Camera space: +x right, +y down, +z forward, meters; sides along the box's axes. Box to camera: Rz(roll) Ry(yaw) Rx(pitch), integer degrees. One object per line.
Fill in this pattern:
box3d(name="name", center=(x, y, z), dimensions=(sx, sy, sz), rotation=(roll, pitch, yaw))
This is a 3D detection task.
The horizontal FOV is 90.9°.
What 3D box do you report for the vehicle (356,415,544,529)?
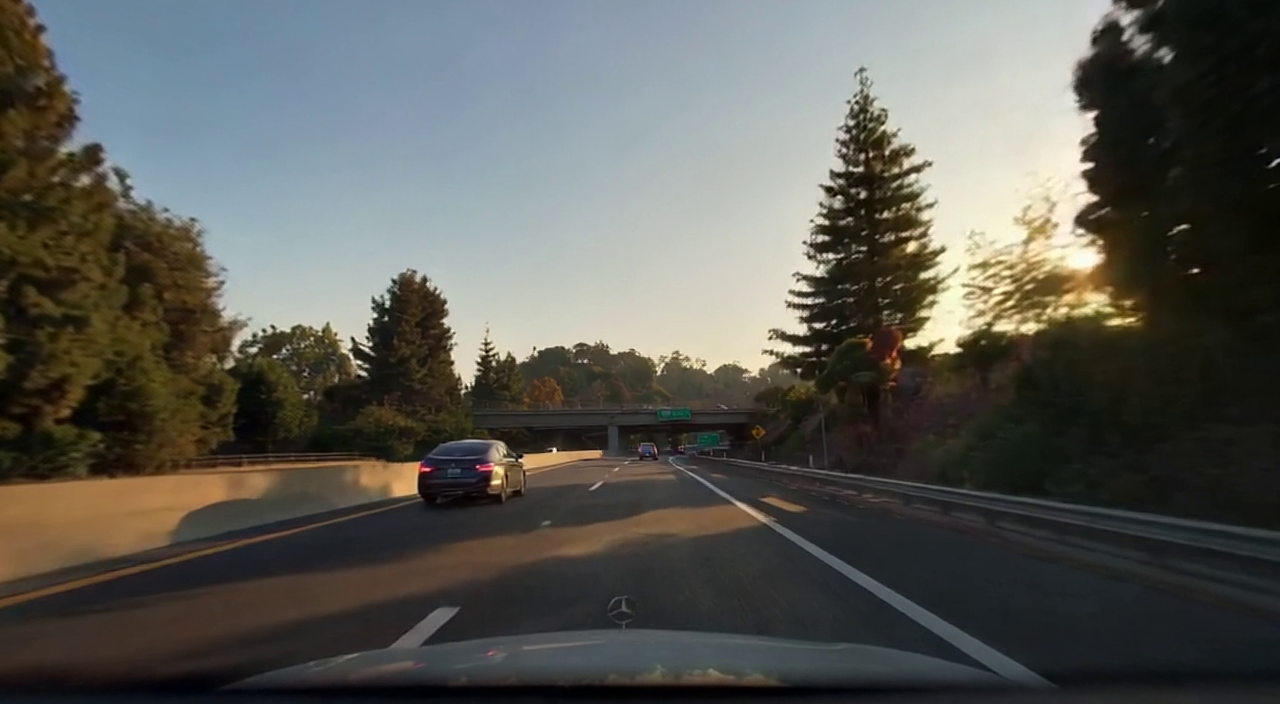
box3d(name="vehicle", center=(-3.538, 2.402, 13.249), dimensions=(2.143, 1.851, 5.817), rotation=(0, -9, 0))
